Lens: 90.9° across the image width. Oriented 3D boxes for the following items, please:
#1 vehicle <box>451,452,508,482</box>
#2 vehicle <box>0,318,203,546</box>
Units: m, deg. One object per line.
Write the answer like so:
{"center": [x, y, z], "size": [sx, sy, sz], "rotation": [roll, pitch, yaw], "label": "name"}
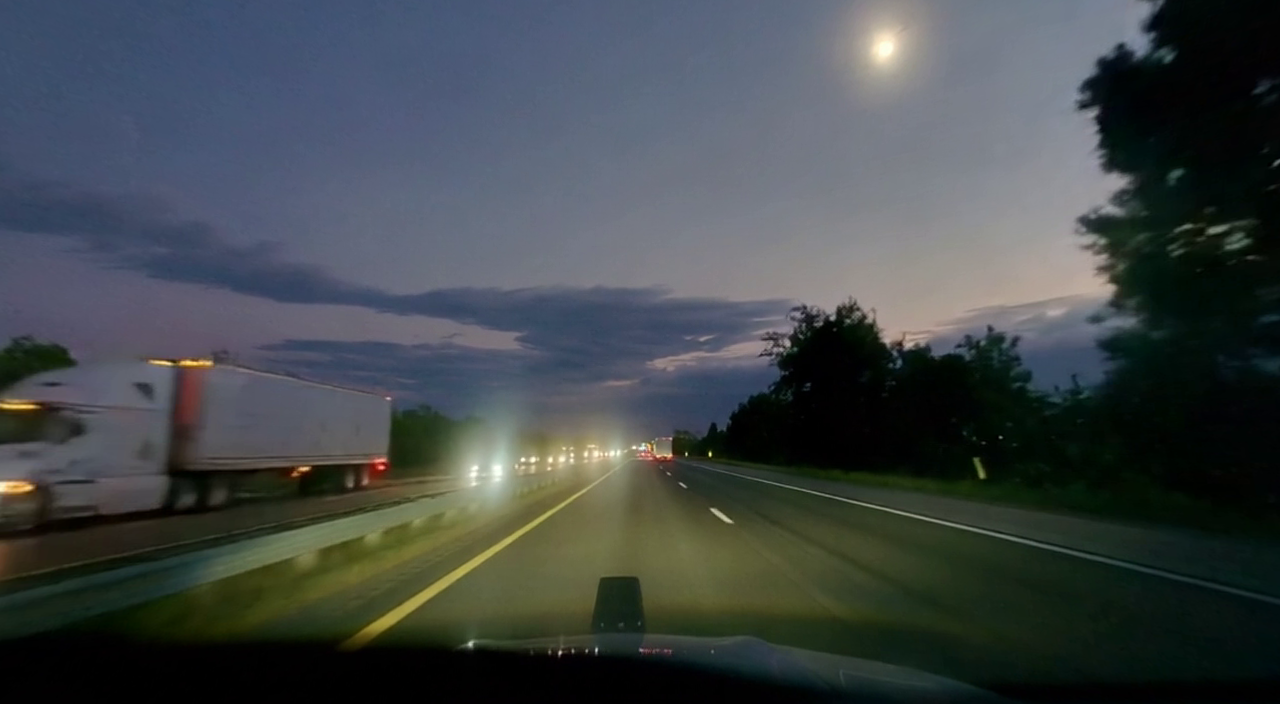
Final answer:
{"center": [-8.738, 6.295, 34.670], "size": [1.897, 1.485, 4.446], "rotation": [0, -9, 0], "label": "vehicle"}
{"center": [-12.926, 1.747, 13.320], "size": [2.979, 4.027, 5.788], "rotation": [0, -9, 0], "label": "vehicle"}
